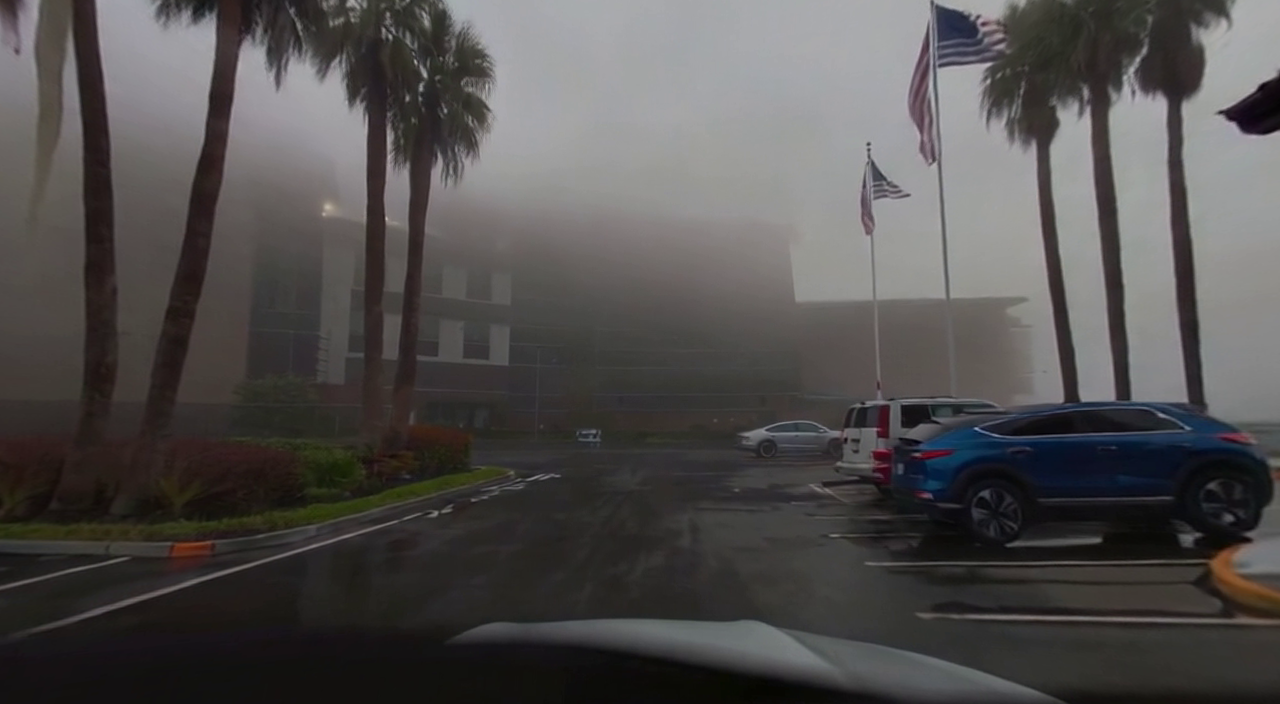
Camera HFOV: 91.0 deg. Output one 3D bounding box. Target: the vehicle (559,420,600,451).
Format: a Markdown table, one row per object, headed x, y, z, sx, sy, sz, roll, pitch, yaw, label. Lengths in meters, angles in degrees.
| x | y | z | sx | sy | sz | roll | pitch | yaw | label |
| --- | --- | --- | --- | --- | --- | --- | --- | --- | --- |
| -4.039 | 5.644 | 42.870 | 1.943 | 1.890 | 4.472 | 2 | -5 | 5 | vehicle |

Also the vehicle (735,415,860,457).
| x | y | z | sx | sy | sz | roll | pitch | yaw | label |
| --- | --- | --- | --- | --- | --- | --- | --- | --- | --- |
| 6.957 | 3.801 | 28.426 | 5.254 | 1.793 | 1.998 | -1 | -8 | 8 | vehicle |

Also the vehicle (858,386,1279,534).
| x | y | z | sx | sy | sz | roll | pitch | yaw | label |
| --- | --- | --- | --- | --- | --- | --- | --- | --- | --- |
| 5.572 | 1.415 | 8.472 | 4.567 | 1.723 | 1.926 | -1 | -8 | 4 | vehicle |
